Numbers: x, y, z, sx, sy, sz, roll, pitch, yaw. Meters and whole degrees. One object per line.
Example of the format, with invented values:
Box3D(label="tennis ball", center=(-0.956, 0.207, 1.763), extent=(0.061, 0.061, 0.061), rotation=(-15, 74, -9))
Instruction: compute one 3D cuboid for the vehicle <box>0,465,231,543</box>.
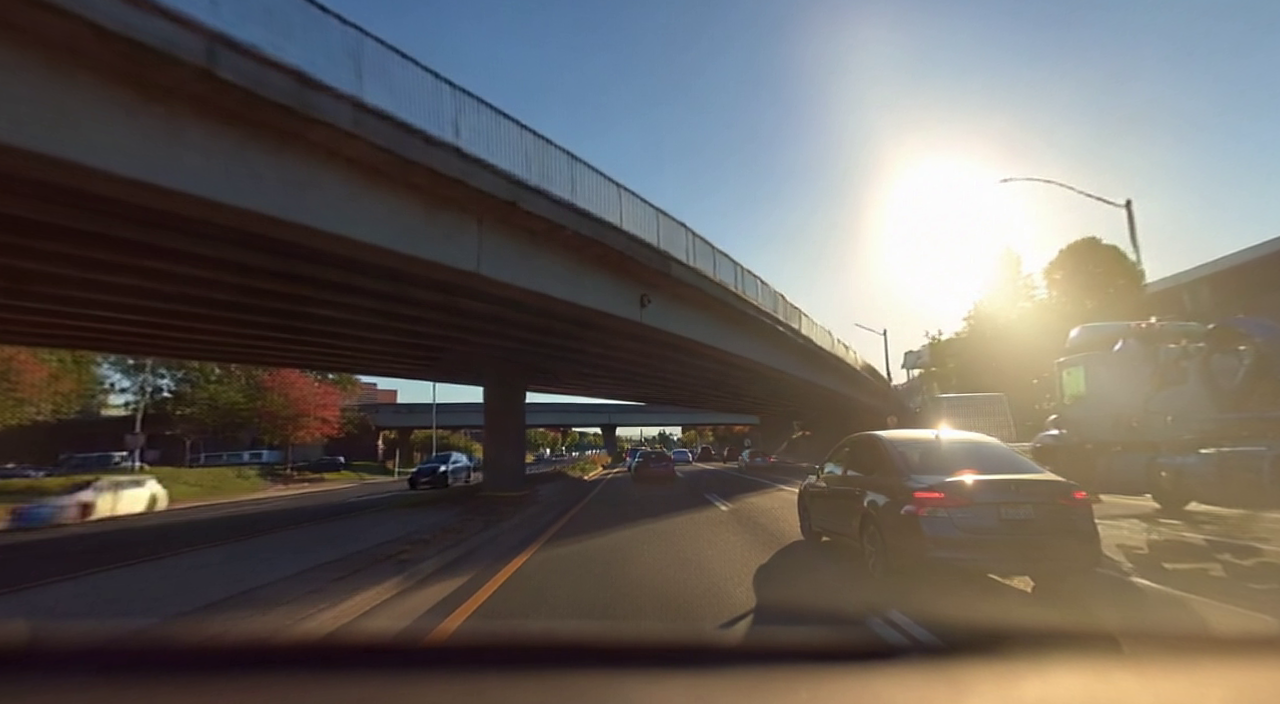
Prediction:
Box3D(label="vehicle", center=(-12.196, 3.509, 15.177), extent=(1.798, 1.434, 4.356), rotation=(-1, -9, 0))

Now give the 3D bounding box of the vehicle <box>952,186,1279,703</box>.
Box3D(label="vehicle", center=(3.558, 0.552, 2.010), extent=(2.588, 2.321, 4.927), rotation=(0, -9, 1))

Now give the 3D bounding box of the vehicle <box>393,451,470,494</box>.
Box3D(label="vehicle", center=(-8.722, 5.036, 26.766), extent=(1.897, 1.663, 3.838), rotation=(0, -9, 0))

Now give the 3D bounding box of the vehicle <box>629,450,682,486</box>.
Box3D(label="vehicle", center=(0.620, 4.799, 26.364), extent=(2.027, 1.341, 3.775), rotation=(0, -9, 1))
